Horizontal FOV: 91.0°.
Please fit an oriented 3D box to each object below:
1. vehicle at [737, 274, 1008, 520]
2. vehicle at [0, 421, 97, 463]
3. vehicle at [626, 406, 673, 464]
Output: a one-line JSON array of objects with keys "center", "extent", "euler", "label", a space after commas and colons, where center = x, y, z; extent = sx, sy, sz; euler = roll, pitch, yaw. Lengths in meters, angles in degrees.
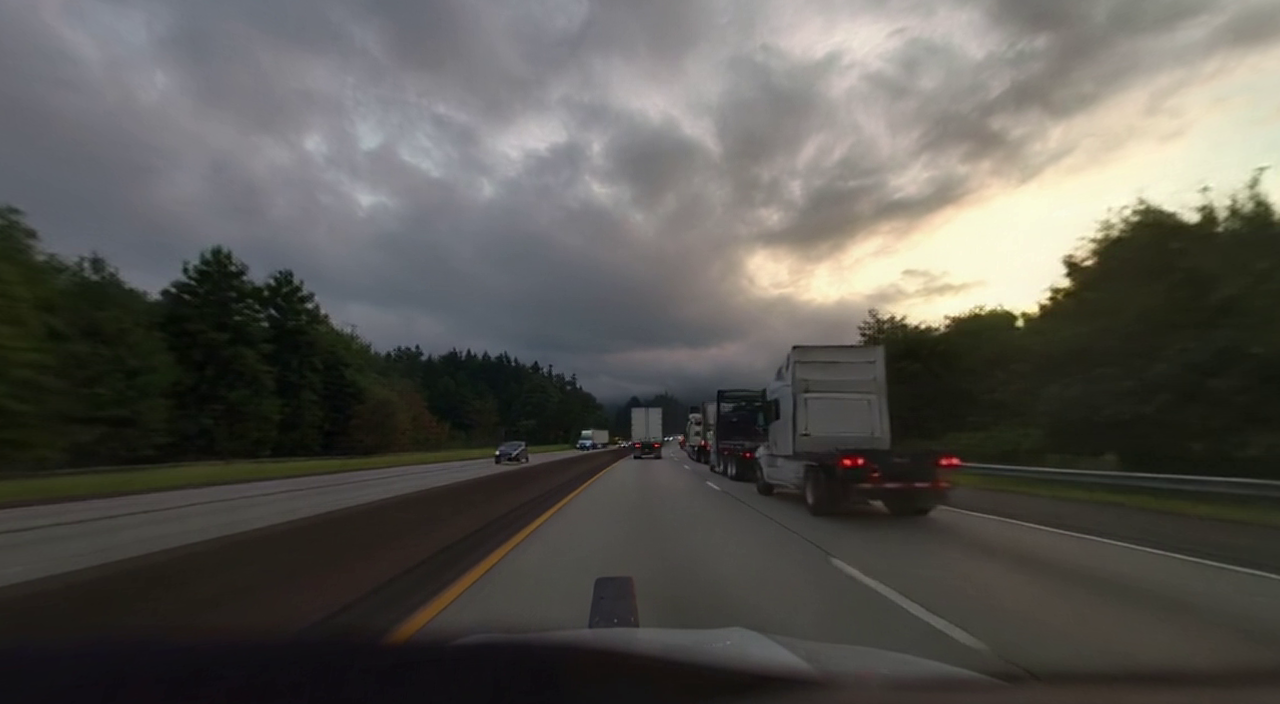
[{"center": [4.433, 1.287, 14.654], "extent": [2.860, 4.036, 8.586], "euler": [0, -8, -1], "label": "vehicle"}, {"center": [-47.232, 6.860, 47.826], "extent": [3.052, 2.977, 11.341], "euler": [1, -8, -7], "label": "vehicle"}, {"center": [0.607, 5.238, 39.366], "extent": [2.644, 3.247, 7.454], "euler": [-1, -8, 1], "label": "vehicle"}]
